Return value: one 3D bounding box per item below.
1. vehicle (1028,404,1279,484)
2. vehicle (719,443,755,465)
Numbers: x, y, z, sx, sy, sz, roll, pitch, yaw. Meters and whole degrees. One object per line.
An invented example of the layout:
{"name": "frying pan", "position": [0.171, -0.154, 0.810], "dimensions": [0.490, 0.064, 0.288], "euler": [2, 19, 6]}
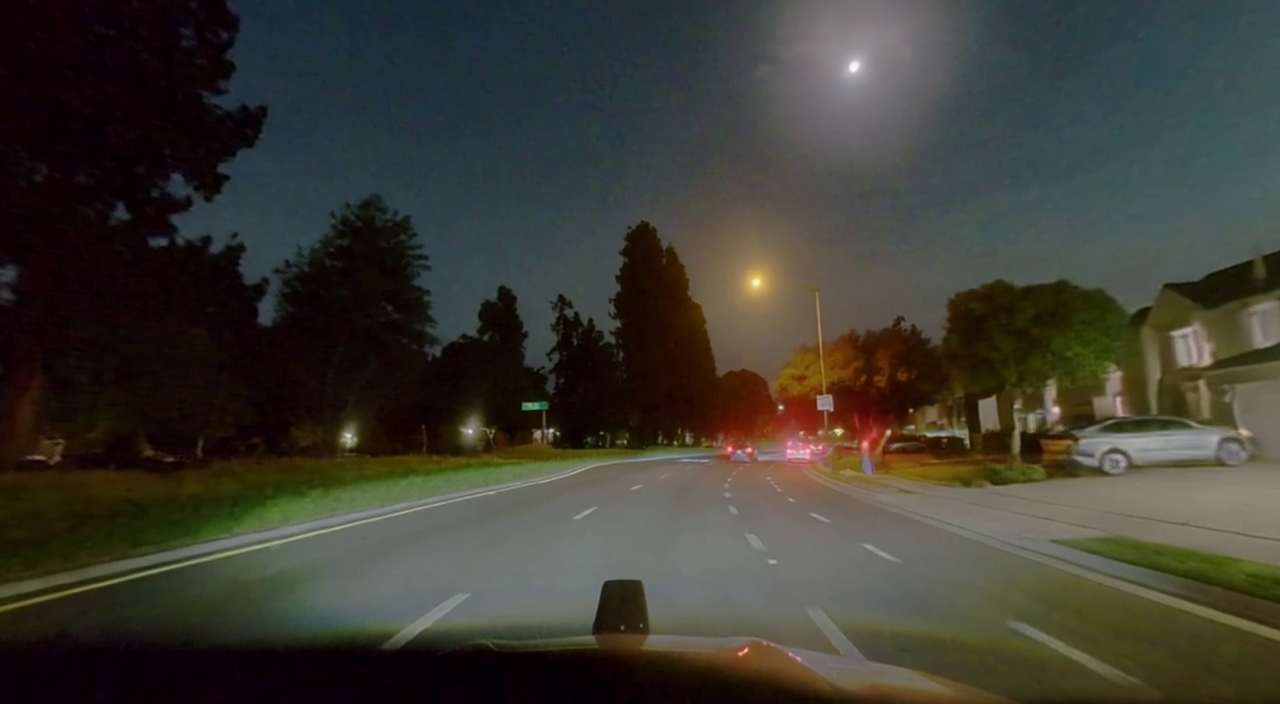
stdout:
{"name": "vehicle", "position": [12.928, 2.294, 15.663], "dimensions": [4.999, 1.791, 2.177], "euler": [-2, -9, 9]}
{"name": "vehicle", "position": [6.947, 7.264, 44.927], "dimensions": [2.050, 1.456, 4.003], "euler": [-2, -9, 16]}
